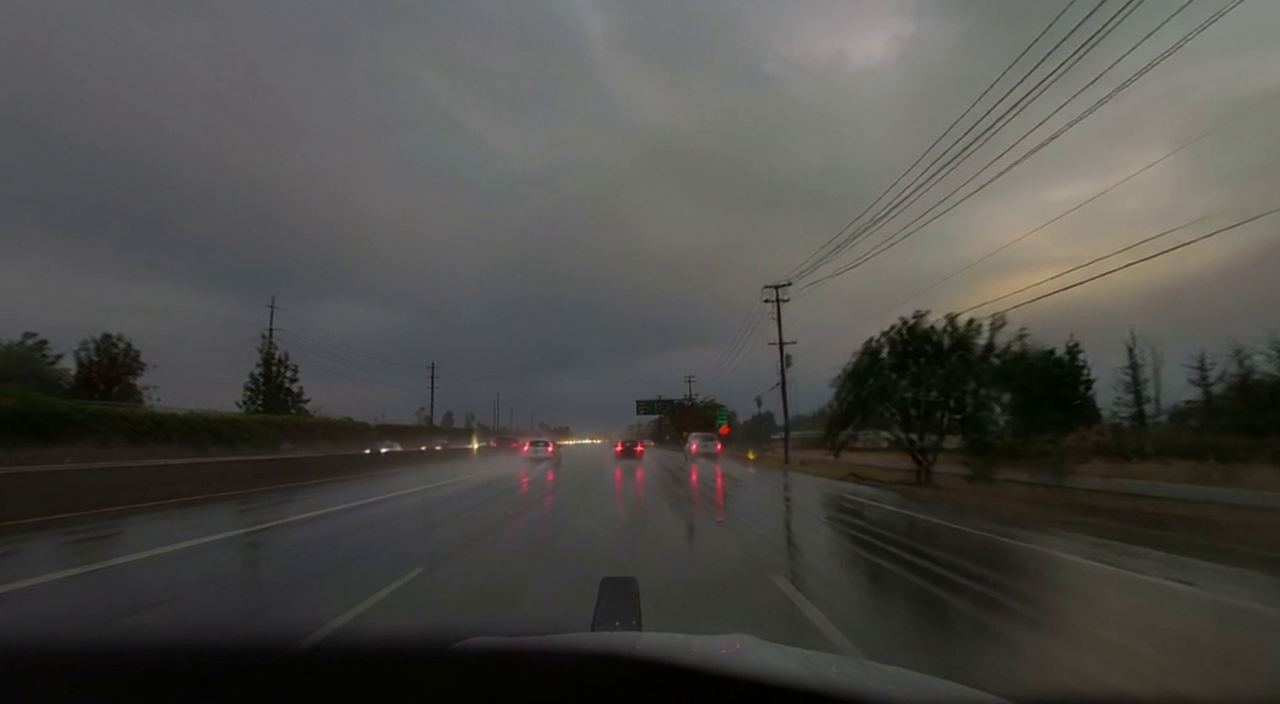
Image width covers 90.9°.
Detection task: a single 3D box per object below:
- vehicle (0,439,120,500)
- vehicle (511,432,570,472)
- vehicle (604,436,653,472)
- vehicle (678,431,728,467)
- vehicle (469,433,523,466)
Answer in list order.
[{"bbox_3d":[-15.989,2.977,16.265,1.724,1.404,4.047,0,-8,-1],"label":"vehicle"},{"bbox_3d":[-4.383,4.463,28.497,1.901,1.601,4.610,0,-8,0],"label":"vehicle"},{"bbox_3d":[-0.512,4.508,28.237,2.086,1.488,3.440,0,-8,-1],"label":"vehicle"},{"bbox_3d":[3.197,5.004,32.748,1.950,1.695,4.446,0,-8,-2],"label":"vehicle"},{"bbox_3d":[-7.708,5.263,34.245,1.980,1.678,4.255,0,-8,-1],"label":"vehicle"}]
